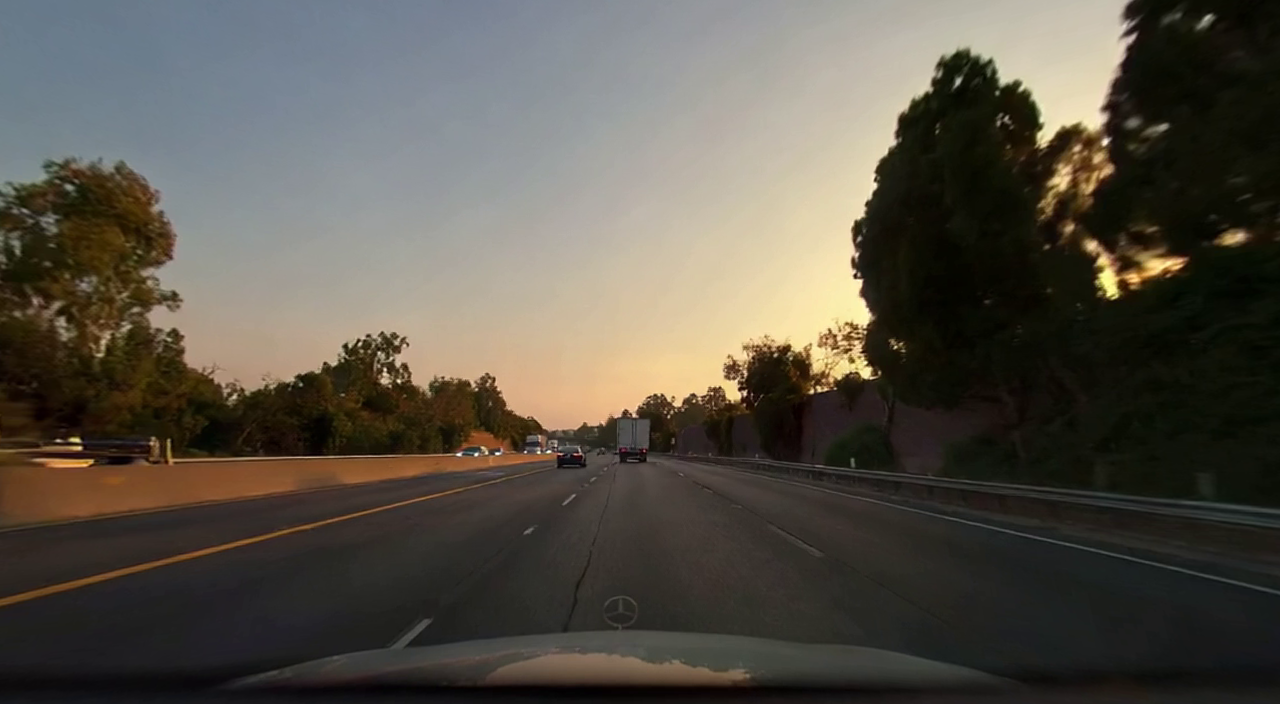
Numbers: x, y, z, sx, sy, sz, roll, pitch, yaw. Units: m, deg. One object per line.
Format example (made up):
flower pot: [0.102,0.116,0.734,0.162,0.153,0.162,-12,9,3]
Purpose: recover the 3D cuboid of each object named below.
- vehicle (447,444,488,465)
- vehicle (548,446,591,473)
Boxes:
vehicle: [-13.300,7.941,48.486,1.966,1.518,4.276,0,-9,0]
vehicle: [-4.118,6.362,37.270,2.057,1.519,4.372,0,-9,0]
